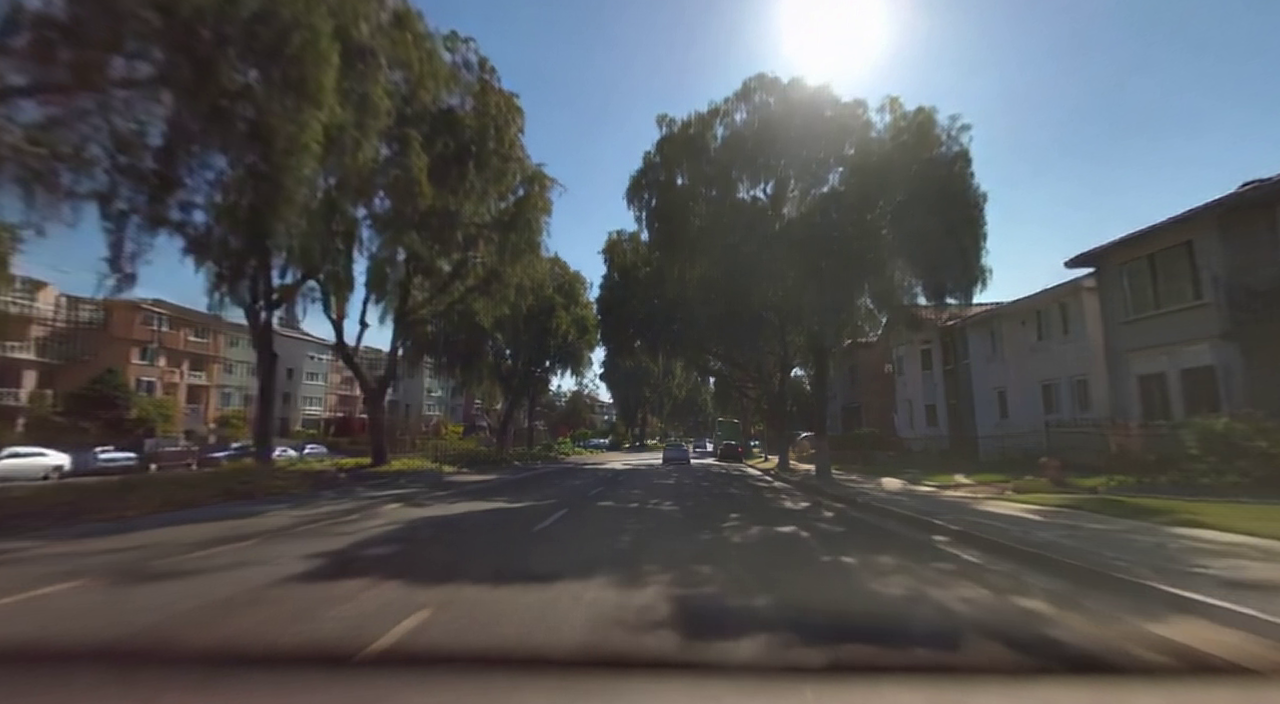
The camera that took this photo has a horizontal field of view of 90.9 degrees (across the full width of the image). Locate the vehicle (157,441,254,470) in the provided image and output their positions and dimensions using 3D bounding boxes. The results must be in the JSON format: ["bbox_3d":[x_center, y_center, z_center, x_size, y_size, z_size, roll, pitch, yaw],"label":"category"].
[{"bbox_3d":[-24.061,5.756,35.158,1.814,1.484,4.474,-1,-8,8],"label":"vehicle"}]

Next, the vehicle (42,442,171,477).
[{"bbox_3d":[-24.557,4.940,29.284,1.772,1.447,4.582,-1,-8,4],"label":"vehicle"}]

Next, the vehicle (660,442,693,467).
[{"bbox_3d":[2.166,6.121,37.916,1.871,1.370,4.206,-1,-8,3],"label":"vehicle"}]

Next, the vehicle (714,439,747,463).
[{"bbox_3d":[6.688,7.374,47.126,2.121,1.659,4.675,-1,-8,5],"label":"vehicle"}]

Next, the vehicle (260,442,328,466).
[{"bbox_3d":[-23.277,6.843,42.567,1.841,1.493,4.335,-2,-9,5],"label":"vehicle"}]
